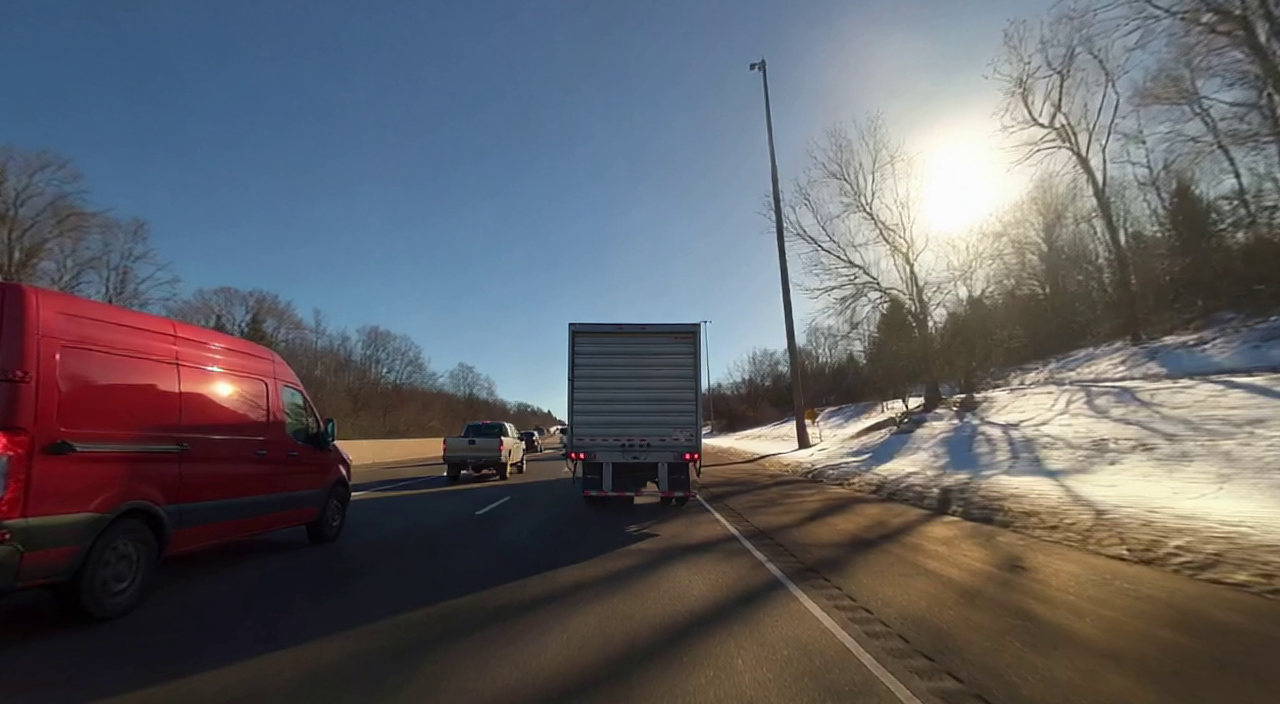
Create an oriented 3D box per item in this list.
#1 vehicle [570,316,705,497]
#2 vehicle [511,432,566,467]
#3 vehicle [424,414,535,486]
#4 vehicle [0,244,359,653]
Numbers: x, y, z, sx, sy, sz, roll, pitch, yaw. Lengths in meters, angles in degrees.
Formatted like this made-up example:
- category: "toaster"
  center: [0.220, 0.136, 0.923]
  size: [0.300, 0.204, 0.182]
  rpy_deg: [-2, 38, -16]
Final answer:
- category: "vehicle"
  center: [-0.179, 1.854, 19.047]
  size: [2.953, 4.041, 10.072]
  rpy_deg: [0, -8, -1]
- category: "vehicle"
  center: [-4.837, 4.698, 30.493]
  size: [1.931, 1.539, 4.441]
  rpy_deg: [0, -8, 0]
- category: "vehicle"
  center: [-4.848, 3.047, 19.897]
  size: [2.168, 1.985, 4.952]
  rpy_deg: [0, -8, 0]
- category: "vehicle"
  center: [-5.222, 0.895, 6.087]
  size: [2.478, 2.515, 5.438]
  rpy_deg: [0, -8, 0]
